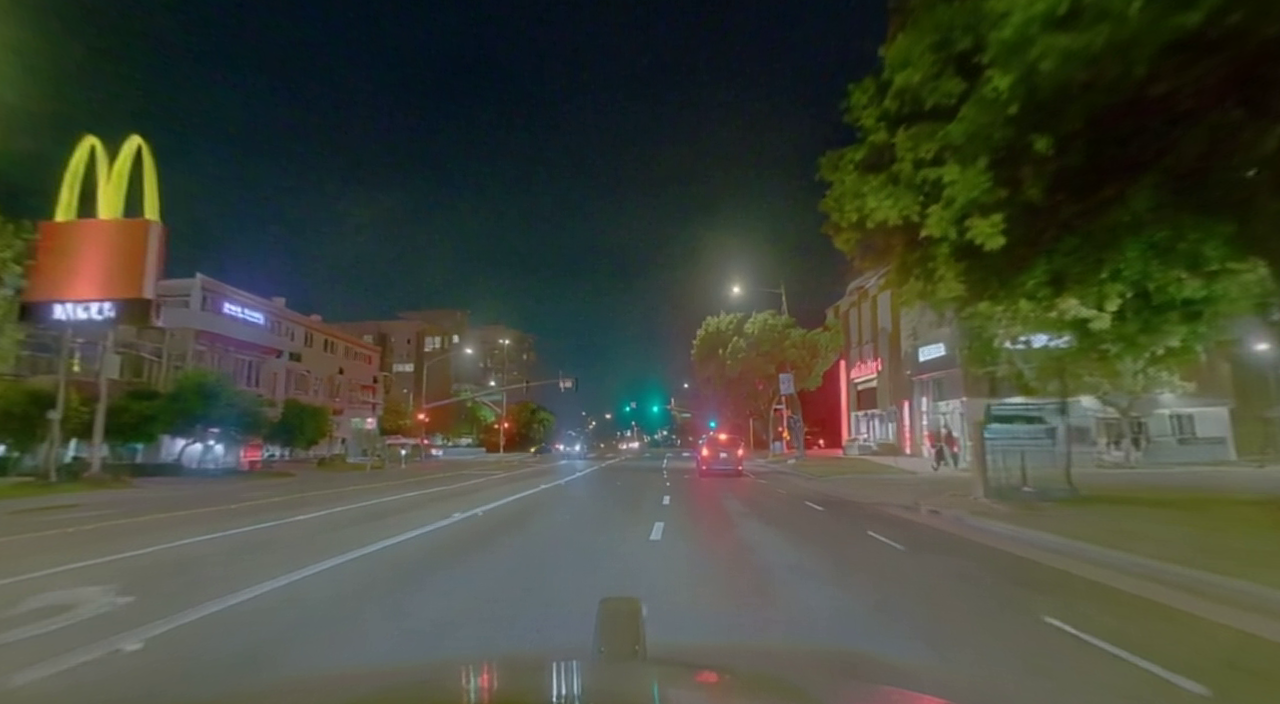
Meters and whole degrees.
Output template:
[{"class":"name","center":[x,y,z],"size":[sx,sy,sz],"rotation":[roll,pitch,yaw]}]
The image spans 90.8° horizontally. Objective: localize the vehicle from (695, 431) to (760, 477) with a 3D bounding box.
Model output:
[{"class":"vehicle","center":[3.388,4.060,25.312],"size":[2.230,1.683,4.204],"rotation":[-1,-8,3]}]
